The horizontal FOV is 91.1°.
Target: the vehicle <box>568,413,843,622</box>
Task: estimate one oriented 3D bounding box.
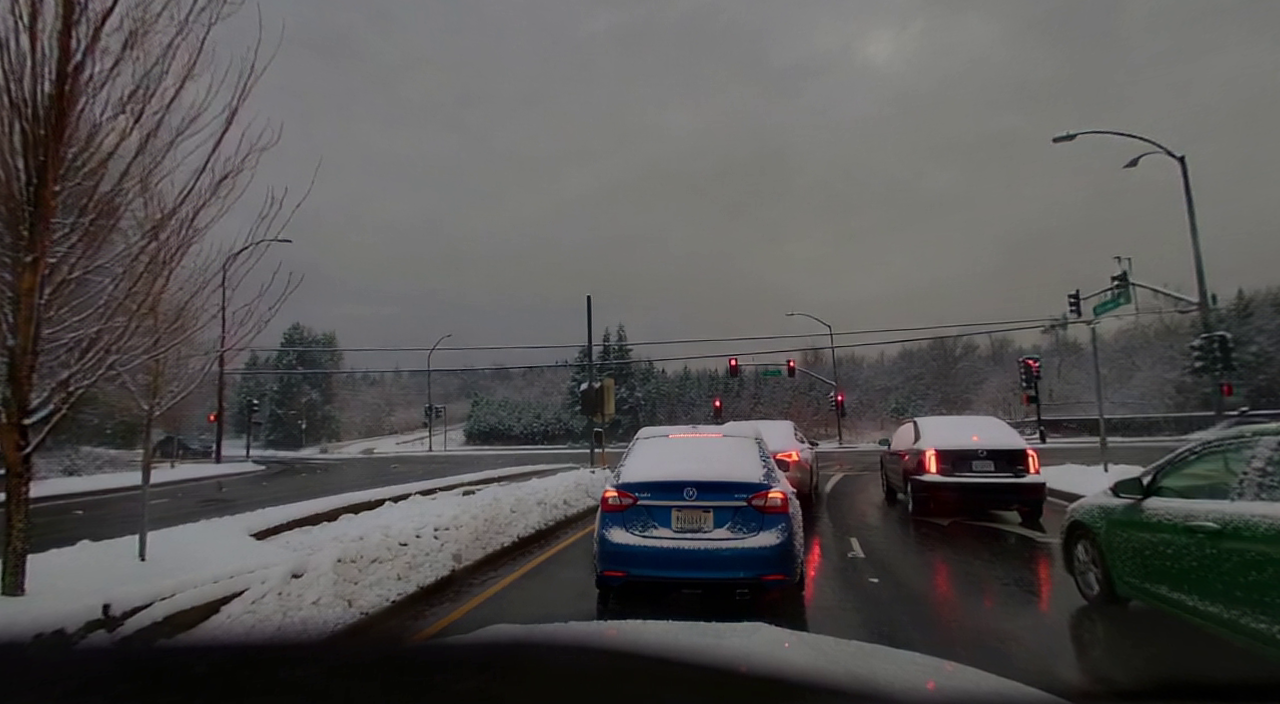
[{"bbox_3d":[0.855,1.498,6.688,2.052,1.483,3.928,-2,-8,12],"label":"vehicle"}]

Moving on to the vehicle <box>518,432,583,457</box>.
[{"bbox_3d":[-5.963,6.108,41.555,1.932,1.573,4.509,8,-12,-44],"label":"vehicle"}]

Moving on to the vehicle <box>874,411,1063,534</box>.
[{"bbox_3d":[5.539,2.045,11.284,2.102,1.717,4.373,-2,-9,16],"label":"vehicle"}]

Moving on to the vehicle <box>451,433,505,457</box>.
[{"bbox_3d":[-12.465,7.122,48.186,1.972,1.705,4.457,8,-11,-44],"label":"vehicle"}]

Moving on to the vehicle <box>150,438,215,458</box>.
[{"bbox_3d":[-35.403,7.436,48.630,1.652,1.433,3.733,-7,-11,40],"label":"vehicle"}]

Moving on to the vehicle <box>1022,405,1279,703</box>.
[{"bbox_3d":[4.241,1.059,3.369,1.954,1.508,4.441,-1,-8,6],"label":"vehicle"}]
